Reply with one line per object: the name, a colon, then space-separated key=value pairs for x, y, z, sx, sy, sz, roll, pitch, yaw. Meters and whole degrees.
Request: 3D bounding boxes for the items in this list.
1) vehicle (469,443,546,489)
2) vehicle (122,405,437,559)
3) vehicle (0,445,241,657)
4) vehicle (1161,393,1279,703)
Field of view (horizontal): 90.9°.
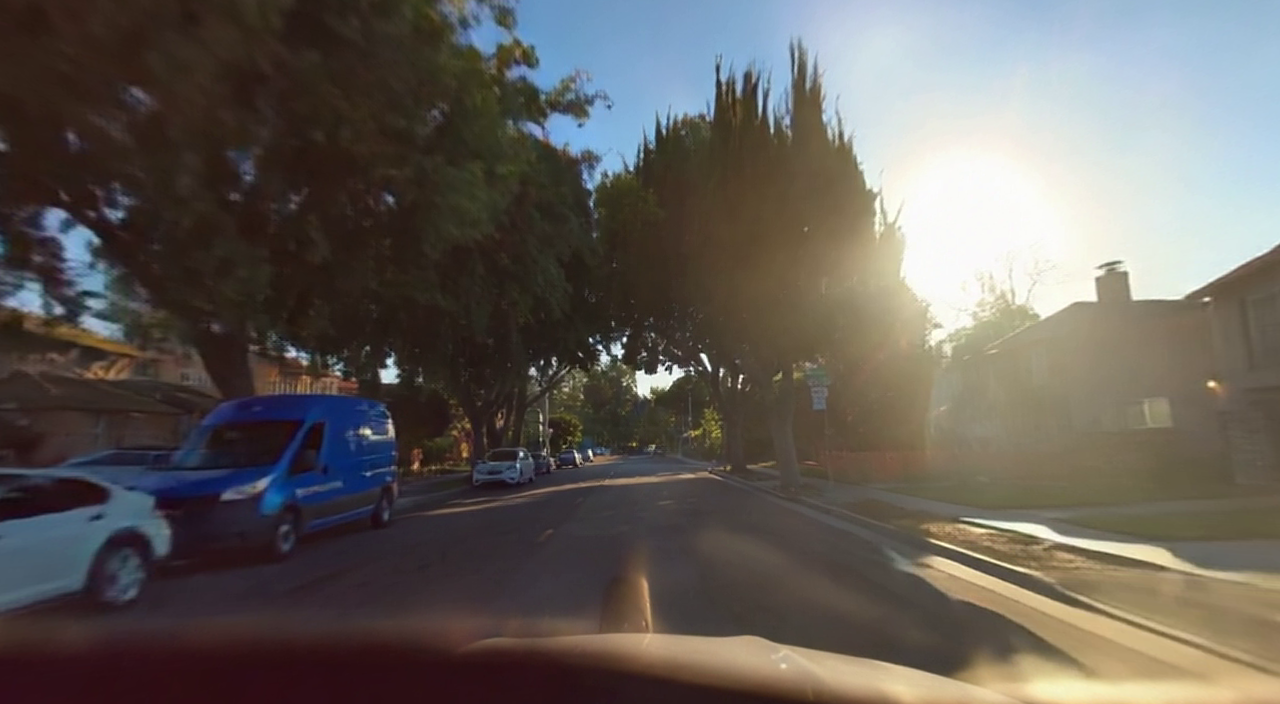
vehicle: x=-5.021 y=4.344 z=24.500 sx=2.038 sy=1.571 sz=4.524 roll=0 pitch=-8 yaw=0
vehicle: x=-5.640 y=2.099 z=11.070 sx=2.315 sy=2.008 sz=5.343 roll=0 pitch=-8 yaw=0
vehicle: x=-5.620 y=1.503 z=4.890 sx=1.909 sy=1.517 sz=4.580 roll=0 pitch=-8 yaw=2
vehicle: x=3.197 y=0.643 z=0.343 sx=1.945 sy=1.514 sz=4.552 roll=0 pitch=-8 yaw=0
